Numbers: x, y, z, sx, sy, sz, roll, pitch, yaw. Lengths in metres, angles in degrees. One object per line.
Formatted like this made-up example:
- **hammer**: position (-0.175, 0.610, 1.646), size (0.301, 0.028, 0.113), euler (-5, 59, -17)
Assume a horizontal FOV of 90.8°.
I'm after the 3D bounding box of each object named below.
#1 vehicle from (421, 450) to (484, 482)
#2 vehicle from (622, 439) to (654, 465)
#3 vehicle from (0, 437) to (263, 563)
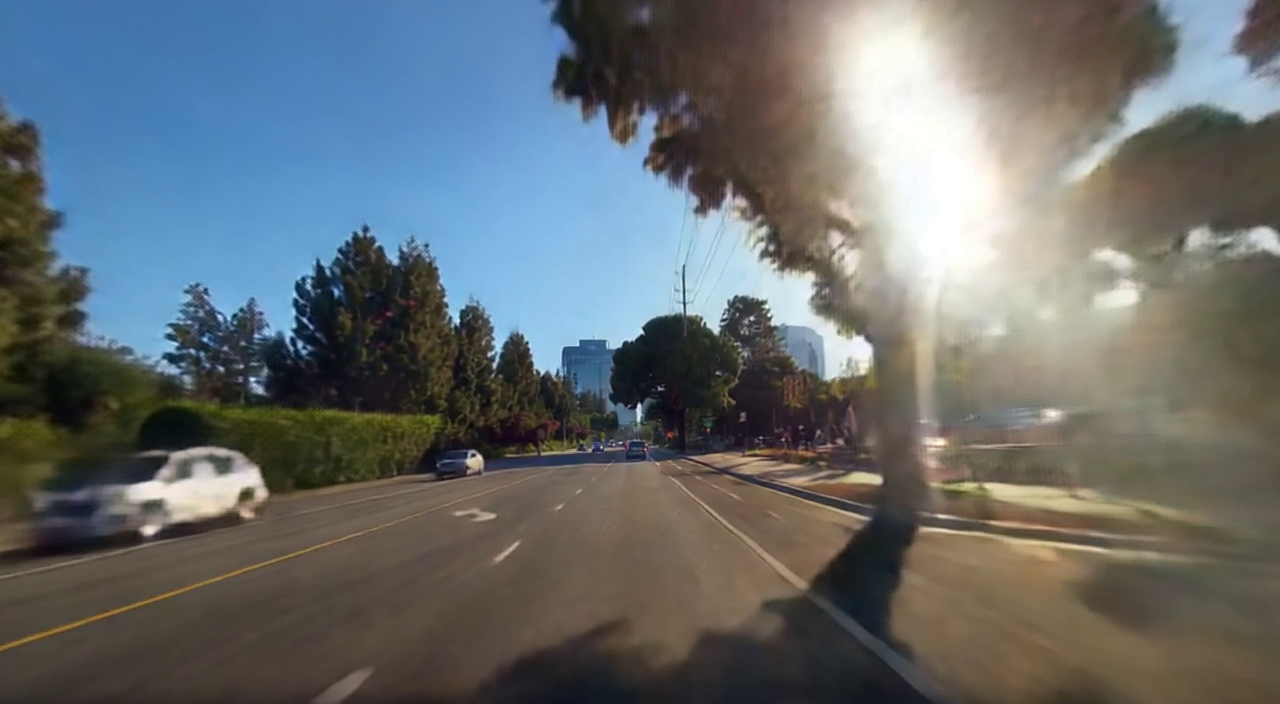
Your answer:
- **vehicle**: position (-9.353, 5.696, 31.905), size (1.867, 1.456, 4.251), euler (0, -8, 0)
- **vehicle**: position (-0.169, 7.065, 44.927), size (2.163, 1.746, 4.073), euler (0, -8, -1)
- **vehicle**: position (-9.122, 2.445, 11.286), size (2.084, 1.760, 4.438), euler (0, -8, -1)
